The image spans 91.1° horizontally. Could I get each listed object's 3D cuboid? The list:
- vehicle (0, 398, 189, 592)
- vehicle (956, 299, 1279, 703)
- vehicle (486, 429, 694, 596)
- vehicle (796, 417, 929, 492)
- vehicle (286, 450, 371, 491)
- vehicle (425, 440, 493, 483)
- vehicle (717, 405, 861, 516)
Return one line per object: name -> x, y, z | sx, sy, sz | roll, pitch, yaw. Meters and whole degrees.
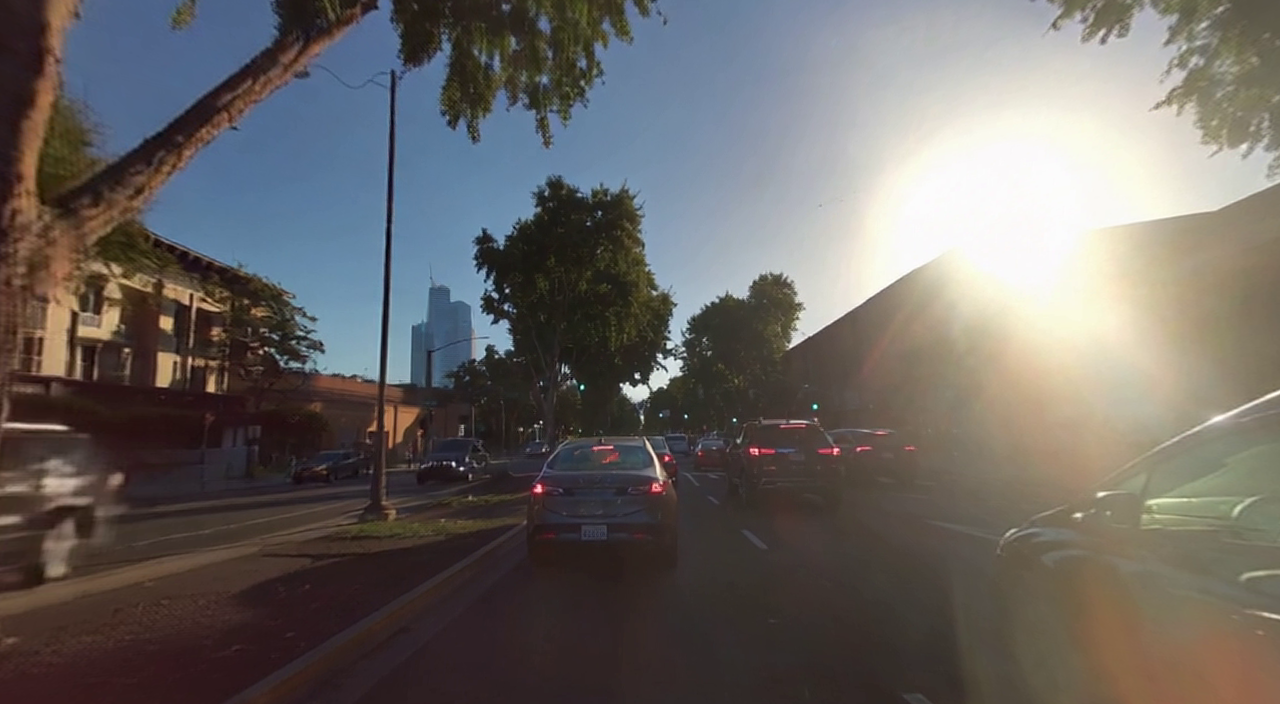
vehicle -> -8.958, 1.644, 7.125 | 2.815, 2.263, 6.416 | 0, -8, 1
vehicle -> 3.211, 0.805, 2.155 | 1.982, 1.960, 4.427 | 0, -8, 1
vehicle -> -0.475, 1.932, 8.468 | 2.111, 1.676, 4.018 | 0, -8, 1
vehicle -> 7.366, 3.487, 21.591 | 2.627, 2.252, 5.236 | 0, -8, 0
vehicle -> -16.093, 6.100, 32.735 | 2.010, 1.964, 4.541 | 0, -8, 1
vehicle -> -9.057, 5.477, 31.781 | 1.979, 1.987, 4.542 | 0, -8, 1
vehicle -> 3.734, 2.886, 17.145 | 2.516, 2.481, 5.766 | 0, -8, 0
